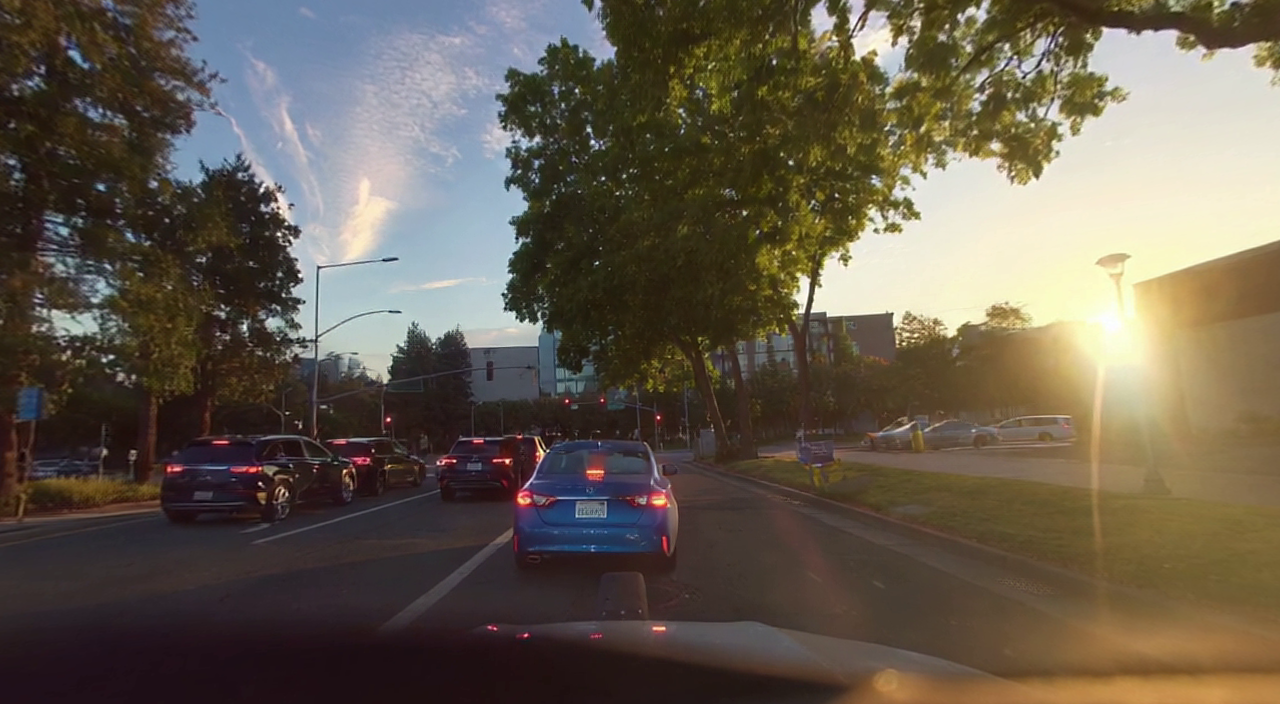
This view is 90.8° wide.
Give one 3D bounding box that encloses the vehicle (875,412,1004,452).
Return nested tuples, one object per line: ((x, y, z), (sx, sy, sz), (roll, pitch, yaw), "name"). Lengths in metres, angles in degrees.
((13.928, 3.771, 29.589), (4.975, 1.809, 1.956), (0, -9, 1), "vehicle")

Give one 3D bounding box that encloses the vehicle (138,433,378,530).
((-7.270, 2.485, 12.705), (2.096, 1.593, 4.288), (0, -9, 0), "vehicle")

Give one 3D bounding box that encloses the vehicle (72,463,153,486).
((-36.380, 8.441, 43.638), (3.918, 1.423, 1.861), (0, -9, 1), "vehicle")

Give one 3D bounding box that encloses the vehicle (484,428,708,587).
((-0.409, 1.771, 7.998), (2.104, 1.472, 3.946), (0, -9, 0), "vehicle")

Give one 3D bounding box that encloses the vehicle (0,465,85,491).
((-36.628, 7.622, 38.320), (4.093, 1.440, 1.804), (0, -9, -1), "vehicle")

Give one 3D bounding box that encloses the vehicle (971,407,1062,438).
((26.989, 5.110, 45.307), (5.333, 1.880, 2.130), (-8, -9, 33), "vehicle")
